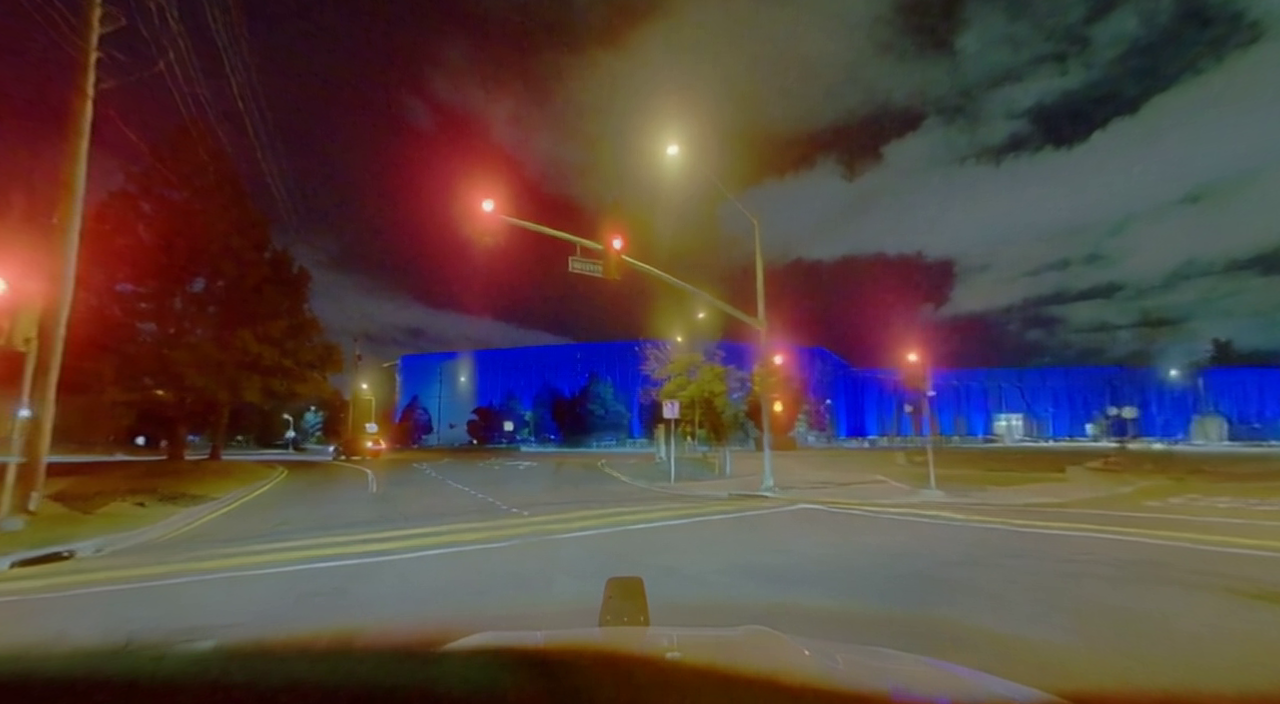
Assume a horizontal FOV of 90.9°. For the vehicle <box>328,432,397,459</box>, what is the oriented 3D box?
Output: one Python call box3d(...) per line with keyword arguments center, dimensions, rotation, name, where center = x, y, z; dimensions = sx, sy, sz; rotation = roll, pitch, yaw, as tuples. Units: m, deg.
box3d(center=(-21.369, 7.198, 48.394), dimensions=(5.570, 1.923, 2.336), rotation=(-6, -11, 37), name="vehicle")
